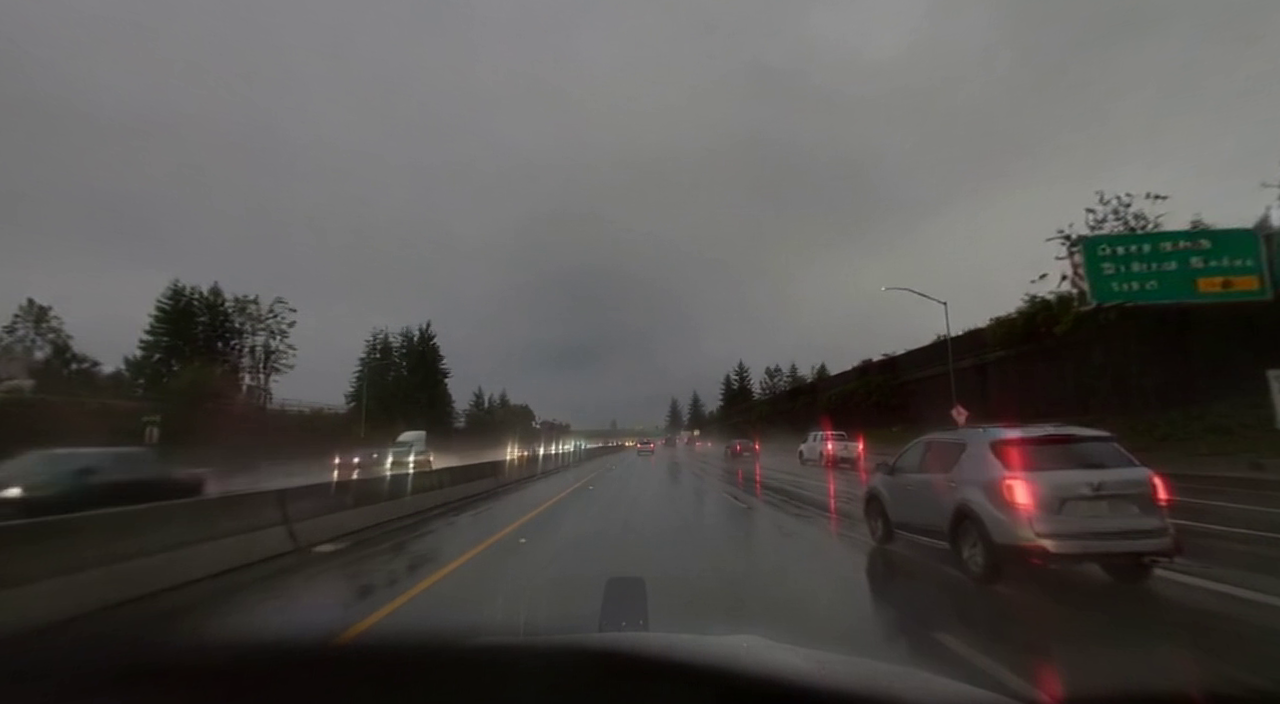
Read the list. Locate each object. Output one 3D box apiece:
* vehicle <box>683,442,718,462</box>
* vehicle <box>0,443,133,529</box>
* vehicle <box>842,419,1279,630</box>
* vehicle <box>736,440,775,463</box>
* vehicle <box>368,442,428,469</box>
[{"bbox_3d":[4.544,7.553,47.980,2.118,1.438,4.312,0,-8,-1],"label":"vehicle"},{"bbox_3d":[-12.855,2.634,12.669,1.875,1.591,4.102,0,-8,0],"label":"vehicle"},{"bbox_3d":[4.224,1.599,7.075,2.223,1.483,5.075,0,-8,0],"label":"vehicle"},{"bbox_3d":[8.120,7.045,44.794,1.919,1.476,4.303,0,-8,-1],"label":"vehicle"},{"bbox_3d":[-17.032,7.317,44.698,2.209,1.774,4.989,0,-8,0],"label":"vehicle"}]
